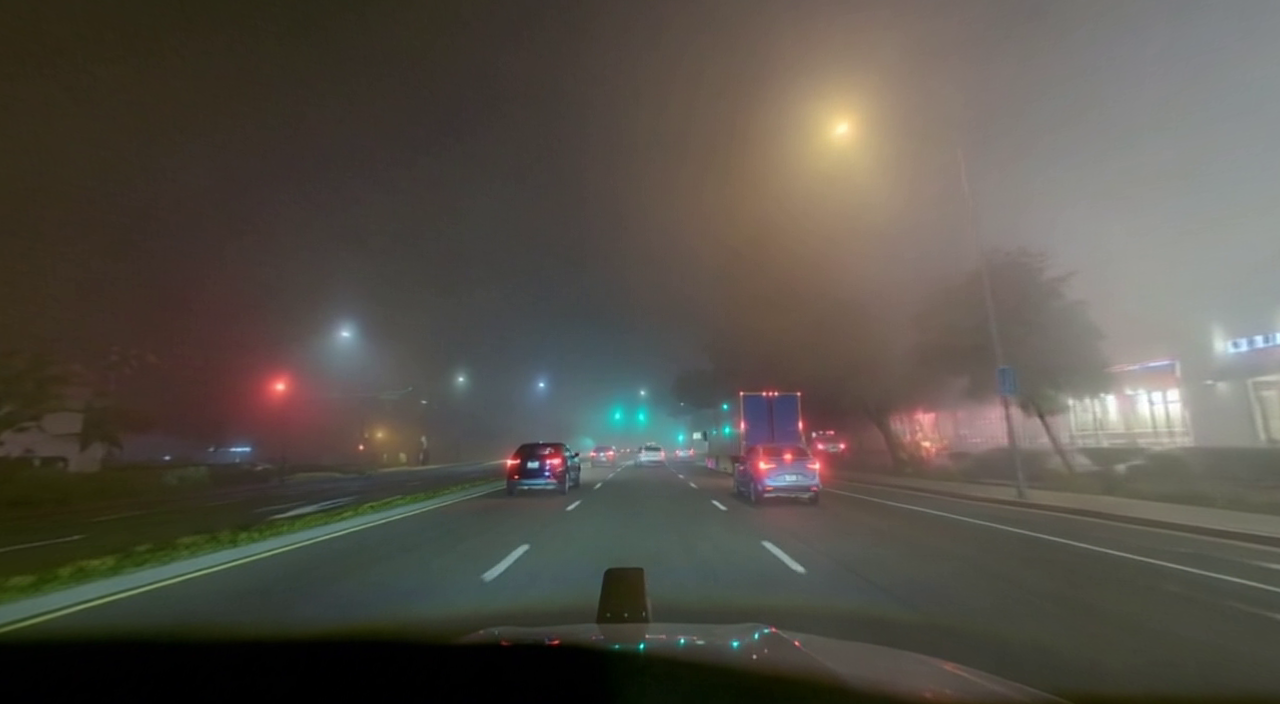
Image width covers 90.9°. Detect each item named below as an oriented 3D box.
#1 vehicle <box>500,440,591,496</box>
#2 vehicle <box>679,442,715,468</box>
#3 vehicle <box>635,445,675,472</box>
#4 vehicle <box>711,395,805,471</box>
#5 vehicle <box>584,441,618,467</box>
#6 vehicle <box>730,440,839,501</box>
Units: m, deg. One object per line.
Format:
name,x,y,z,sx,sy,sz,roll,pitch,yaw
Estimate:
vehicle,-2.763,3.502,19.474,2.003,1.509,4.396,-1,-8,2
vehicle,3.837,6.994,42.973,2.050,1.683,3.990,0,-8,0
vehicle,0.800,6.132,36.494,2.020,1.461,4.326,0,-8,-2
vehicle,7.663,5.868,44.473,3.383,4.268,17.469,0,-8,0
vehicle,-2.800,7.488,46.470,2.137,1.796,4.304,0,-8,1
vehicle,3.805,3.201,17.428,1.972,1.452,4.189,0,-8,0
